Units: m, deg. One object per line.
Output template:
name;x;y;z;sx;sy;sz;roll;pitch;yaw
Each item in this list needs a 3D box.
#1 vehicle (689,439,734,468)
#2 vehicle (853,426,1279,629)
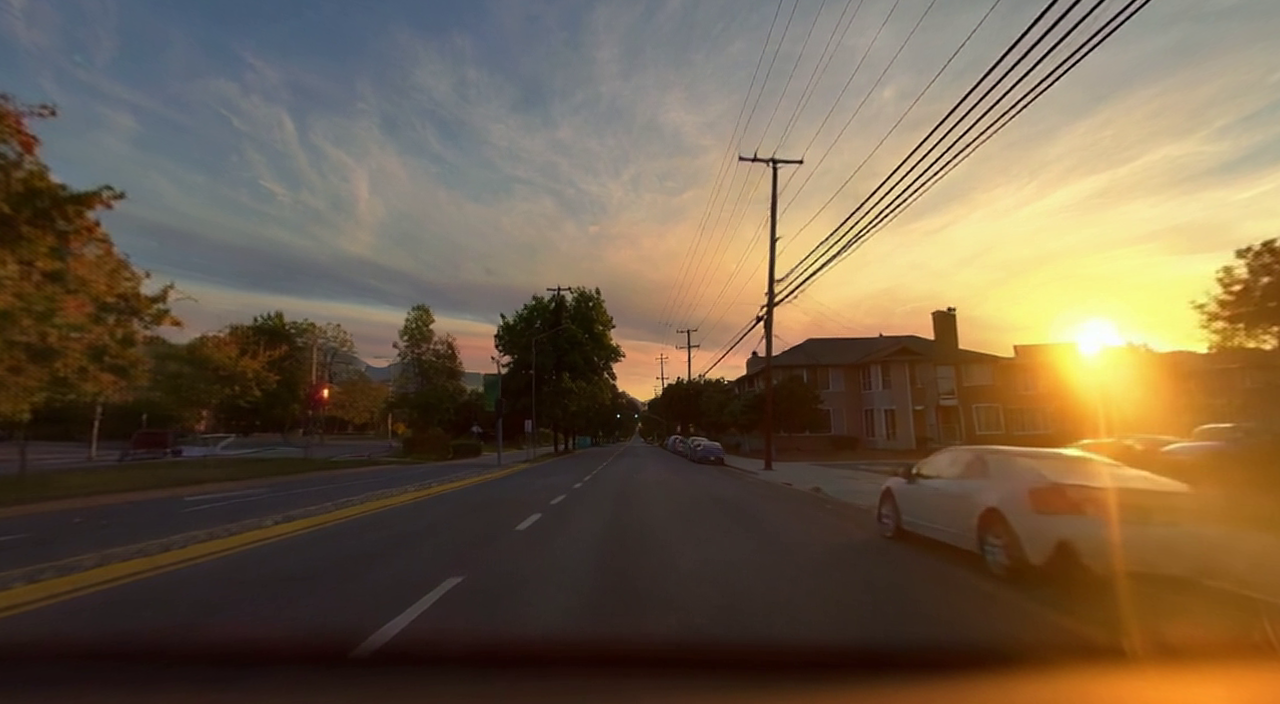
vehicle;3.831;5.553;34.764;1.785;1.441;4.458;0;-8;-2
vehicle;4.091;1.585;6.842;1.994;1.422;4.595;0;-8;0
